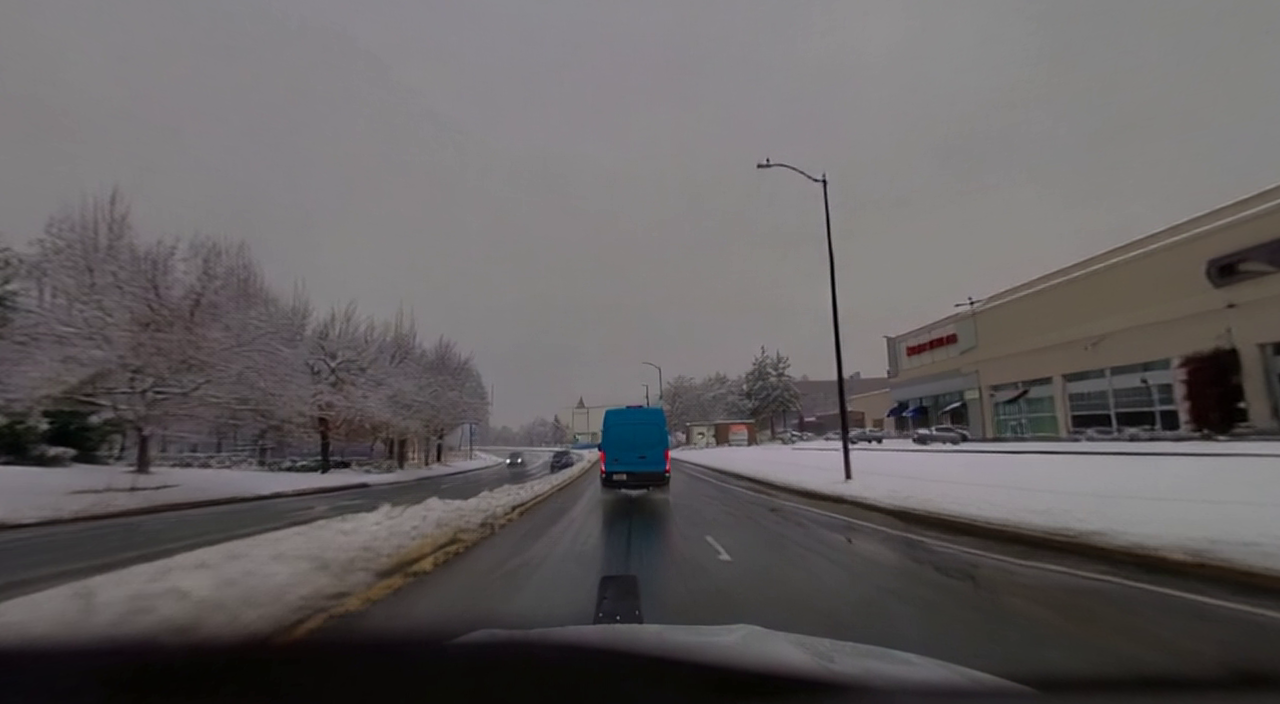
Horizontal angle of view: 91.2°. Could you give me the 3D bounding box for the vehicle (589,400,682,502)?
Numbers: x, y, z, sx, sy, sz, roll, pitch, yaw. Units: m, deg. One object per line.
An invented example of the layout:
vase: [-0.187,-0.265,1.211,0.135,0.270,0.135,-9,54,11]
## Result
vehicle: [-0.178,3.024,19.299,2.432,2.624,5.670,0,-9,-1]
